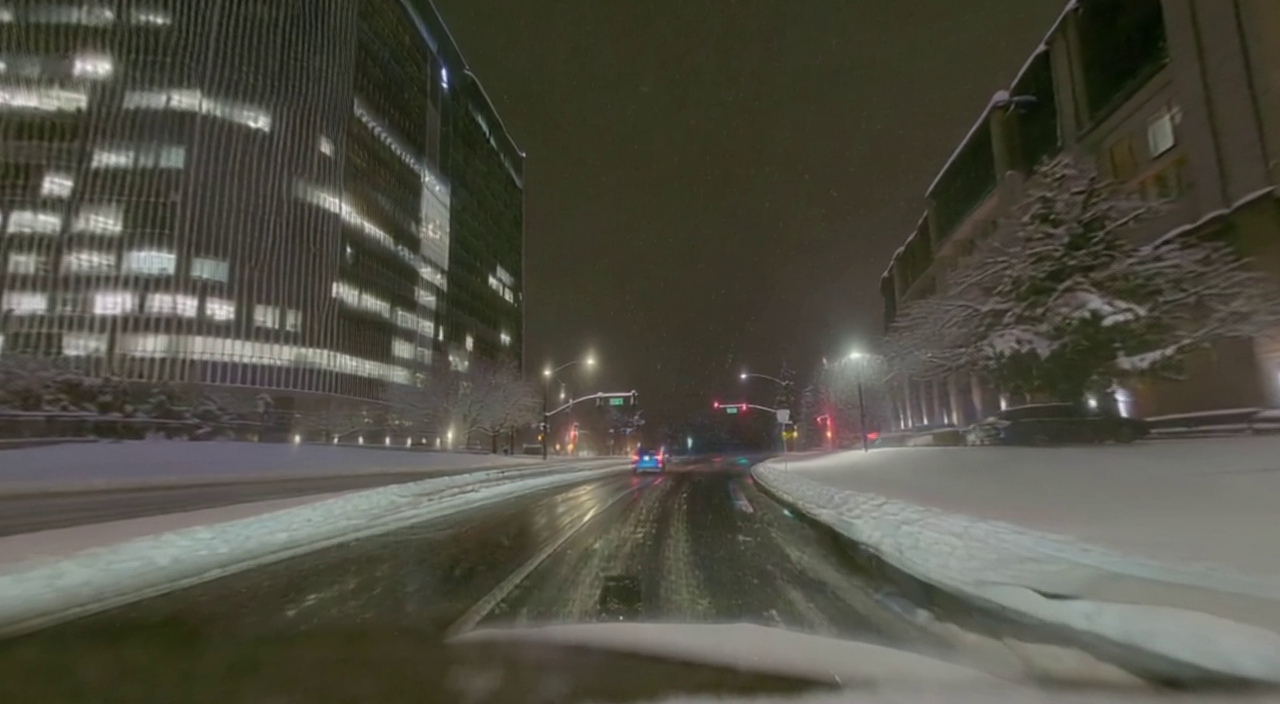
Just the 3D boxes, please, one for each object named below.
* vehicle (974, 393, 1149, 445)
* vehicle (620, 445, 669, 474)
[{"bbox_3d":[14.653,2.402,22.139,4.586,1.716,1.992,-1,-9,5],"label":"vehicle"},{"bbox_3d":[0.335,6.030,35.543,1.971,1.486,4.380,-2,-9,11],"label":"vehicle"}]
